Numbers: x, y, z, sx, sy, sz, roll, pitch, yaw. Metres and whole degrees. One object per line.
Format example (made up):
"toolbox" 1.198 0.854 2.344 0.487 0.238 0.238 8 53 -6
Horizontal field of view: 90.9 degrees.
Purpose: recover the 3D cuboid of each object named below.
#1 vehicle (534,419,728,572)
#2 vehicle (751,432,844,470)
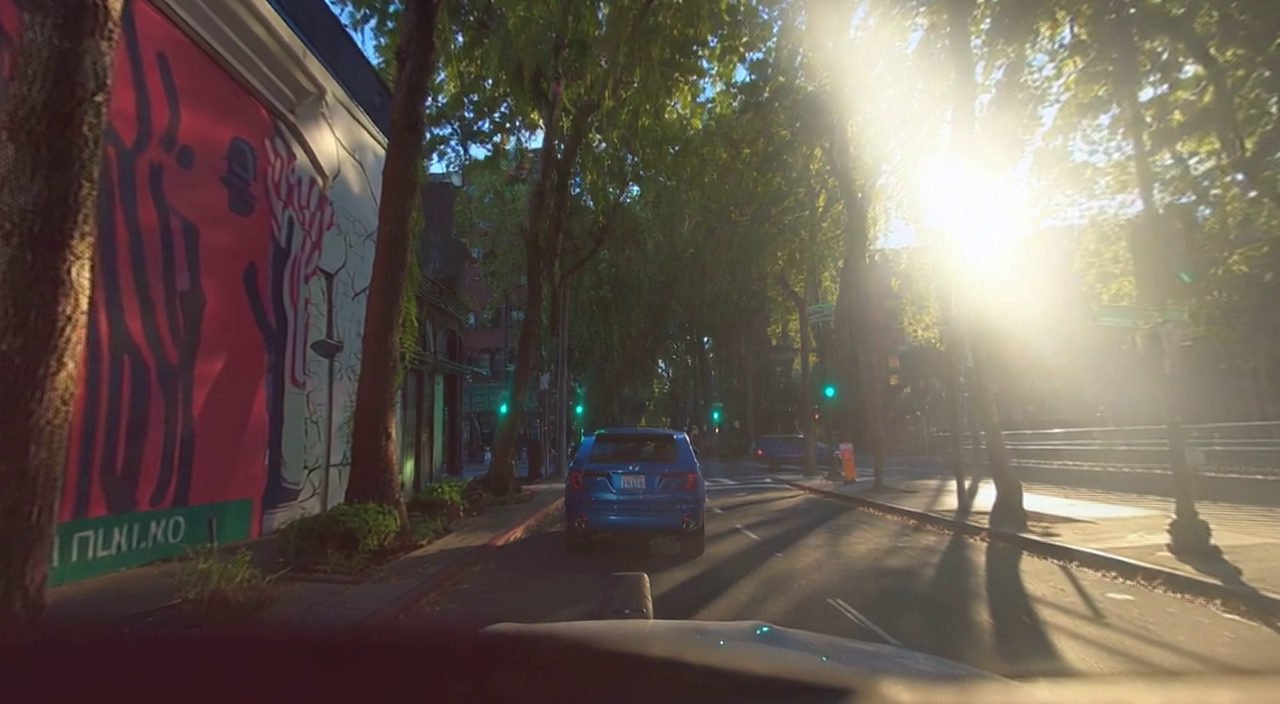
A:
"vehicle" -0.113 1.831 8.777 2.079 1.621 3.861 0 -8 0
"vehicle" 9.464 5.877 37.623 5.513 2.063 2.448 6 -11 -37
